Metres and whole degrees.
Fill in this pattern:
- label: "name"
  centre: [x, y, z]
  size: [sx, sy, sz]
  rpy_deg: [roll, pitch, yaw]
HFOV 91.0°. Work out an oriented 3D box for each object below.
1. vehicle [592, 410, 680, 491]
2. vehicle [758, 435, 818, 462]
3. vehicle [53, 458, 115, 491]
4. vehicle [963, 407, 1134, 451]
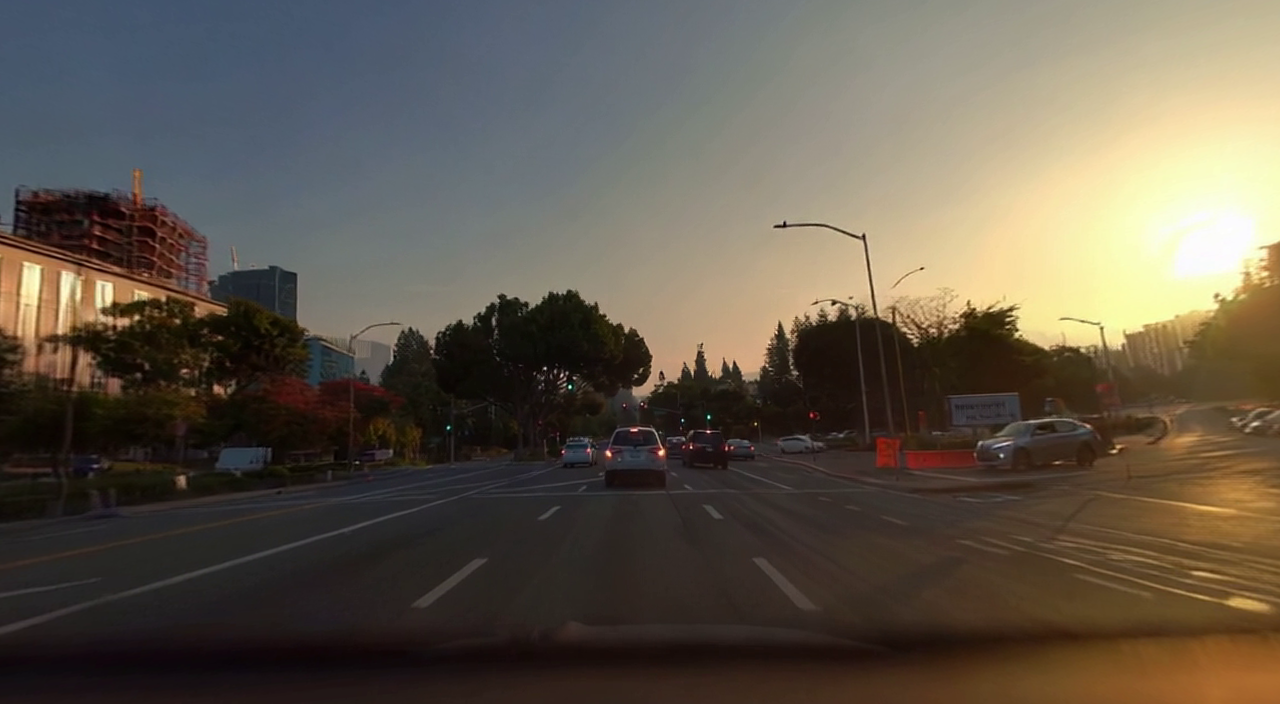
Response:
- label: "vehicle"
  centre: [-0.220, 3.066, 19.763]
  size: [2.350, 2.122, 5.801]
  rpy_deg: [0, -9, -2]
- label: "vehicle"
  centre: [9.034, 5.834, 38.221]
  size: [2.145, 1.503, 4.267]
  rpy_deg: [-6, -10, 33]
- label: "vehicle"
  centre: [-33.363, 7.285, 37.720]
  size: [4.692, 1.720, 1.941]
  rpy_deg: [-7, -11, 40]
- label: "vehicle"
  centre: [14.907, 2.899, 23.219]
  size: [4.986, 1.467, 2.025]
  rpy_deg: [-6, -10, 34]
